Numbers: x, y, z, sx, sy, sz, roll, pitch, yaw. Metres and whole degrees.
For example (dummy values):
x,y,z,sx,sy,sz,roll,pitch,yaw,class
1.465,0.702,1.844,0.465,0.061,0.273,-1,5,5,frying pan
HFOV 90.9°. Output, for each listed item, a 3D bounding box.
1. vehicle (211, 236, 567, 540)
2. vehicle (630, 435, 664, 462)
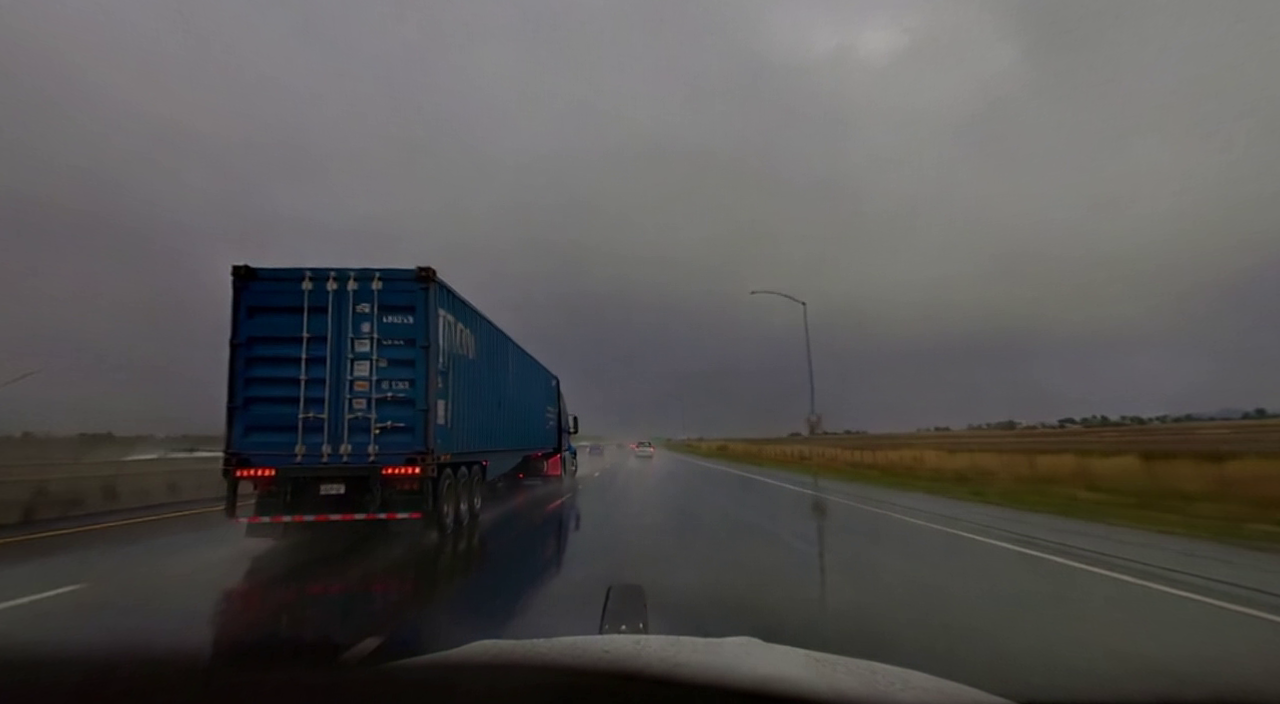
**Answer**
x,y,z,sx,sy,sz,roll,pitch,yaw,class
-4.052,1.378,15.040,2.840,4.032,13.388,-1,-8,1,vehicle
0.444,6.440,42.150,2.136,1.718,4.157,-1,-8,0,vehicle
